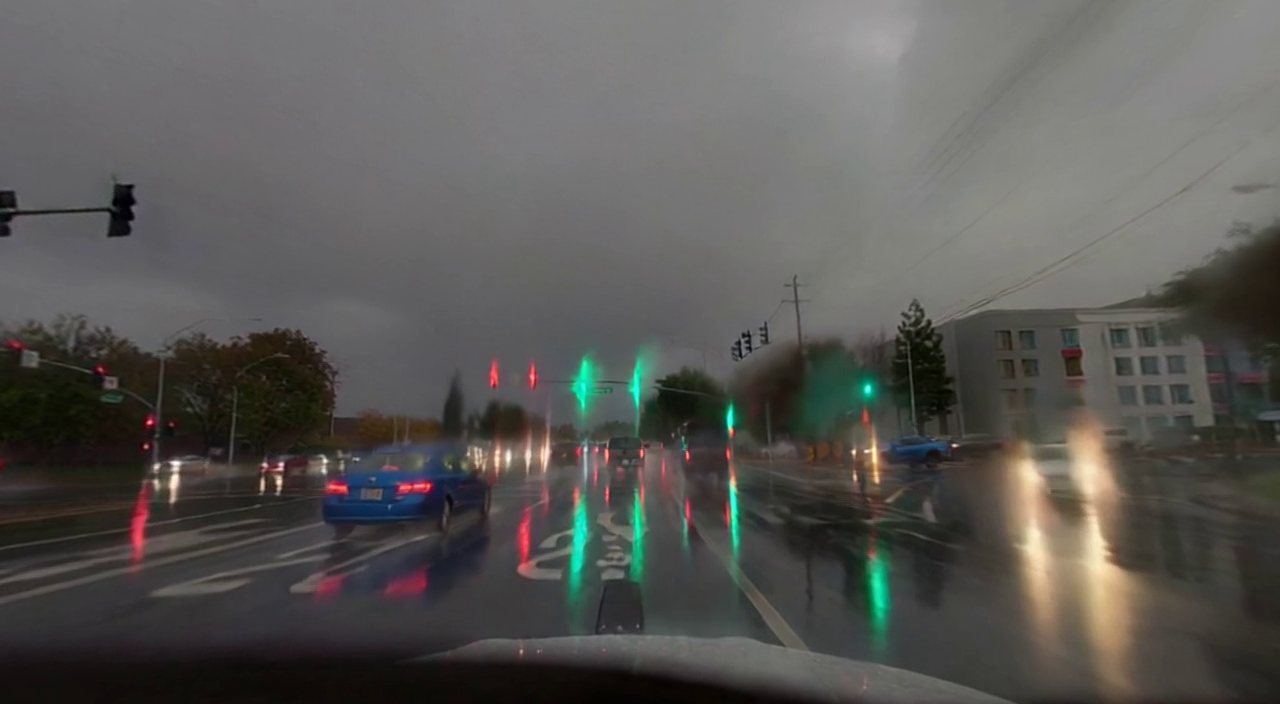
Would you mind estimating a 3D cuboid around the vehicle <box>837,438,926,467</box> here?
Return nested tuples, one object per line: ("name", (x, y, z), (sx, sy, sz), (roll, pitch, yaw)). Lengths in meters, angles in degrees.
("vehicle", (15.128, 6.329, 39.690), (4.681, 1.756, 2.109), (2, -9, -10))

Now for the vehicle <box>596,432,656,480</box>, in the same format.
("vehicle", (-0.560, 5.072, 31.077), (2.643, 2.145, 5.585), (0, -9, 2))

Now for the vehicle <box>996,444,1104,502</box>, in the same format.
("vehicle", (11.790, 3.446, 18.476), (2.212, 1.466, 4.126), (-5, -10, 28))

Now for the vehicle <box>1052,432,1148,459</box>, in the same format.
("vehicle", (30.997, 6.349, 42.643), (4.848, 1.769, 2.301), (1, -9, -9))

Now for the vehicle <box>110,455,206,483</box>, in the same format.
("vehicle", (-27.367, 6.610, 35.902), (4.675, 1.471, 2.076), (-3, -9, 21))

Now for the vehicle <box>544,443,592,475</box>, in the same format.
("vehicle", (-4.234, 6.406, 38.071), (2.273, 1.749, 4.385), (0, -9, 1))

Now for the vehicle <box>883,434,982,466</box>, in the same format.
("vehicle", (17.104, 5.775, 37.045), (4.782, 1.768, 2.152), (2, -9, -12))

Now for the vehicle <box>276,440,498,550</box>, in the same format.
("vehicle", (-4.012, 2.318, 11.039), (1.939, 1.494, 4.499), (0, -9, 1))

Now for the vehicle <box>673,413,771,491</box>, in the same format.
("vehicle", (2.966, 3.938, 25.095), (2.905, 2.636, 6.895), (0, -9, -1))
